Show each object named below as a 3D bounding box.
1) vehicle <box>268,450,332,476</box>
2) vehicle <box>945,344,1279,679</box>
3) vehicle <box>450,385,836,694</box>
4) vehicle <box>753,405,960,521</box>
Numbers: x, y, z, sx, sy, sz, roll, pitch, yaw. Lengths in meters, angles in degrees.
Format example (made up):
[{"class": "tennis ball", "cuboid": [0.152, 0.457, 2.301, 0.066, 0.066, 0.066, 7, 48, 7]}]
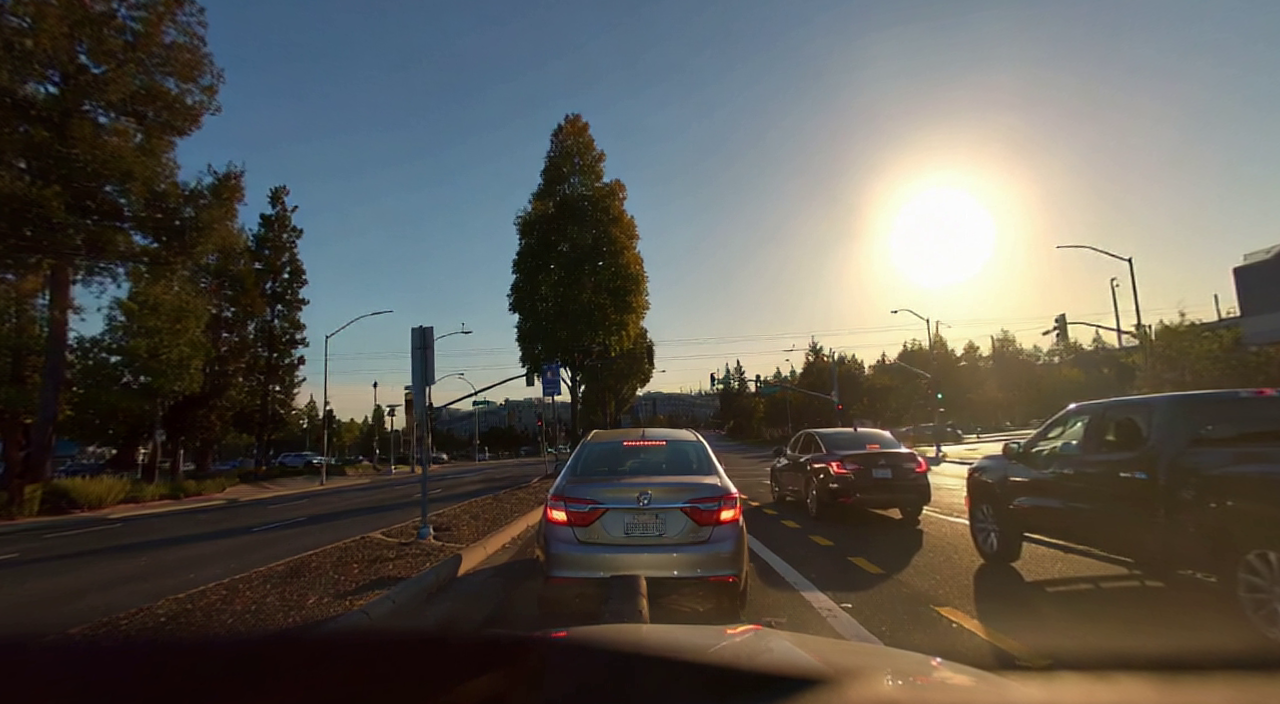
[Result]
[{"class": "vehicle", "cuboid": [-24.078, 7.839, 44.871, 1.798, 1.706, 4.385, -1, -8, 6]}, {"class": "vehicle", "cuboid": [4.500, 1.064, 4.812, 2.019, 1.803, 4.634, 0, -8, 0]}, {"class": "vehicle", "cuboid": [-0.014, 1.315, 5.528, 2.116, 1.677, 3.948, 0, -8, -1]}, {"class": "vehicle", "cuboid": [4.179, 2.283, 13.554, 2.319, 1.930, 5.651, 0, -8, -1]}]
